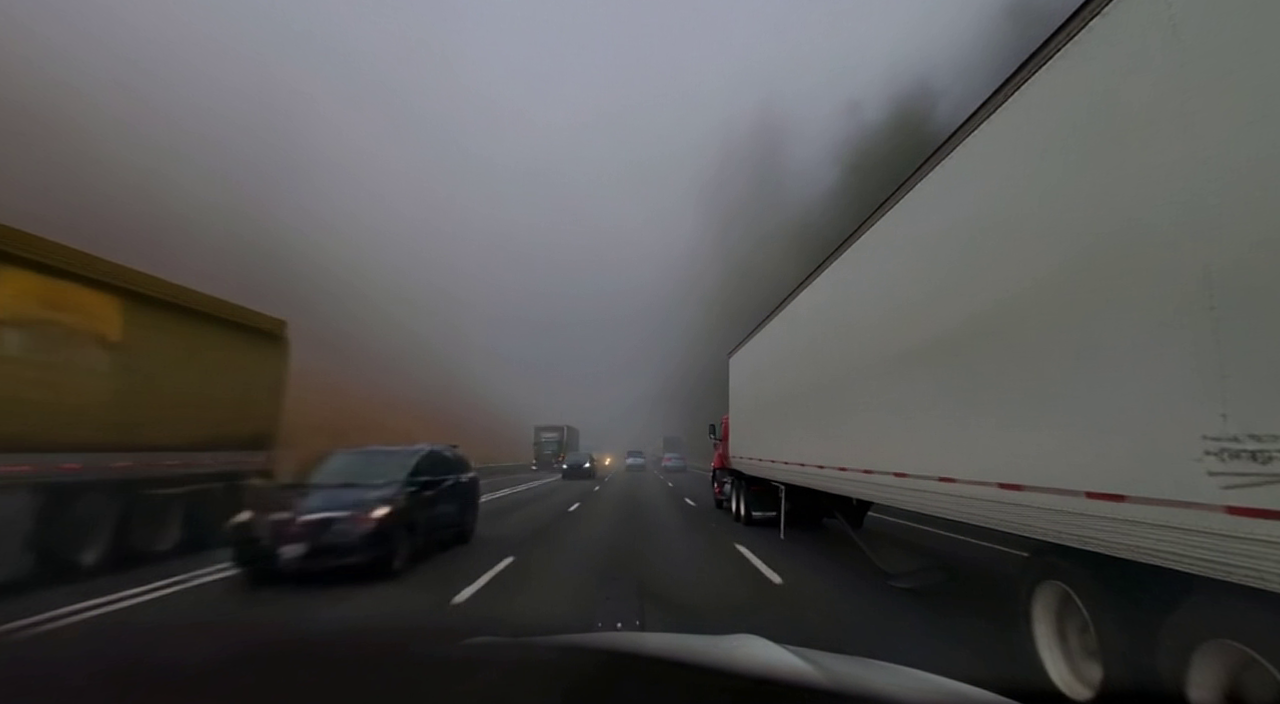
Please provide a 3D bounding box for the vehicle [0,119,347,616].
[{"bbox_3d":[-6.778,-0.040,4.159,2.876,4.095,13.941,0,-9,1],"label":"vehicle"}]

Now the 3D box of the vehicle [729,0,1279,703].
[{"bbox_3d":[3.344,0.285,5.993,2.845,4.071,14.008,0,-9,0],"label":"vehicle"}]

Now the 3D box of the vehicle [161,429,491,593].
[{"bbox_3d":[-3.619,1.907,8.481,2.088,1.589,4.464,0,-9,0],"label":"vehicle"}]

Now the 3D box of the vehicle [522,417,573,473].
[{"bbox_3d":[-6.897,7.093,47.978,2.910,3.989,5.837,0,-9,0],"label":"vehicle"}]

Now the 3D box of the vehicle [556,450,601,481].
[{"bbox_3d":[-3.234,6.048,33.829,1.949,1.555,3.888,0,-9,1],"label":"vehicle"}]
